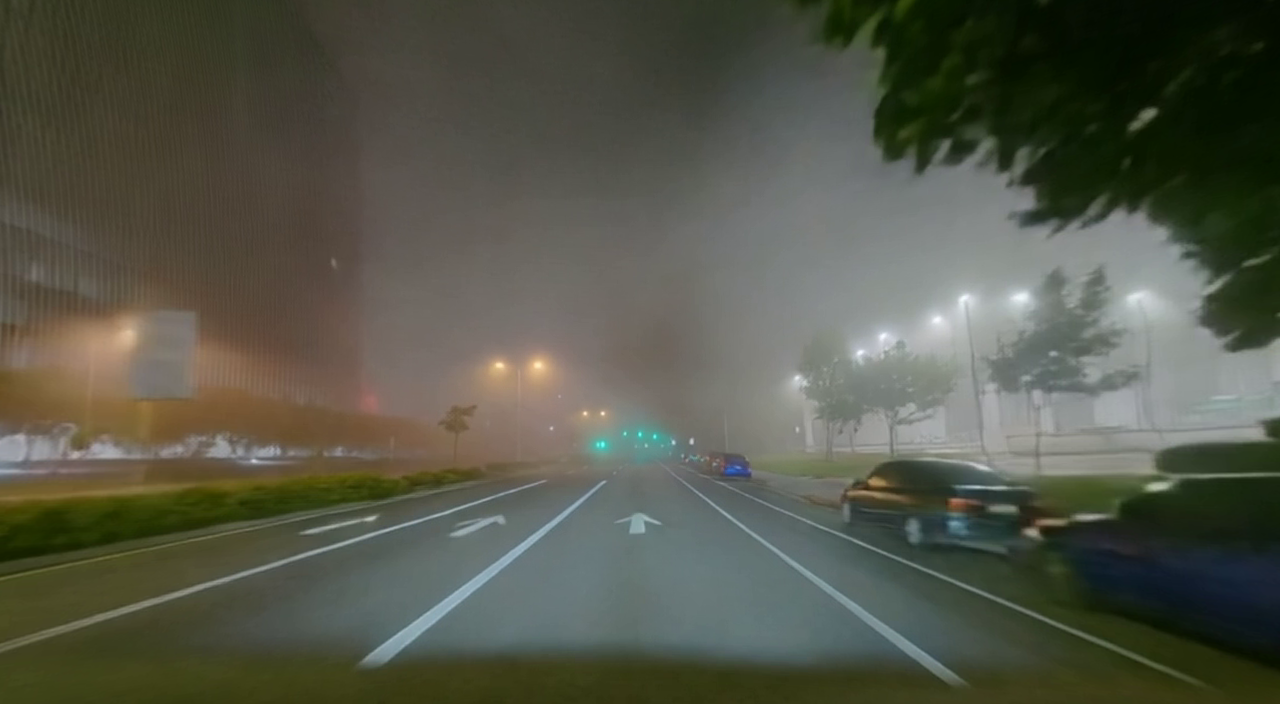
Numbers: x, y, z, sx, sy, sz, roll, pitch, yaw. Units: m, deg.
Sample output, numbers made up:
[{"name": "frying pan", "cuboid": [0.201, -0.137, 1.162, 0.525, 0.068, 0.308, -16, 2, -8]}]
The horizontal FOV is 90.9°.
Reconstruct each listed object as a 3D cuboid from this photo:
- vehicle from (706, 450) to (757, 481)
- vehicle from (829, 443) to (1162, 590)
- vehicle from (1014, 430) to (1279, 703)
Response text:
[{"name": "vehicle", "cuboid": [4.546, 5.691, 31.974, 1.872, 1.420, 4.201, 0, -8, -1]}, {"name": "vehicle", "cuboid": [4.385, 2.036, 8.831, 1.989, 1.500, 4.412, 0, -8, -2]}, {"name": "vehicle", "cuboid": [4.409, 1.204, 3.566, 1.909, 1.503, 4.368, 0, -8, 0]}]
